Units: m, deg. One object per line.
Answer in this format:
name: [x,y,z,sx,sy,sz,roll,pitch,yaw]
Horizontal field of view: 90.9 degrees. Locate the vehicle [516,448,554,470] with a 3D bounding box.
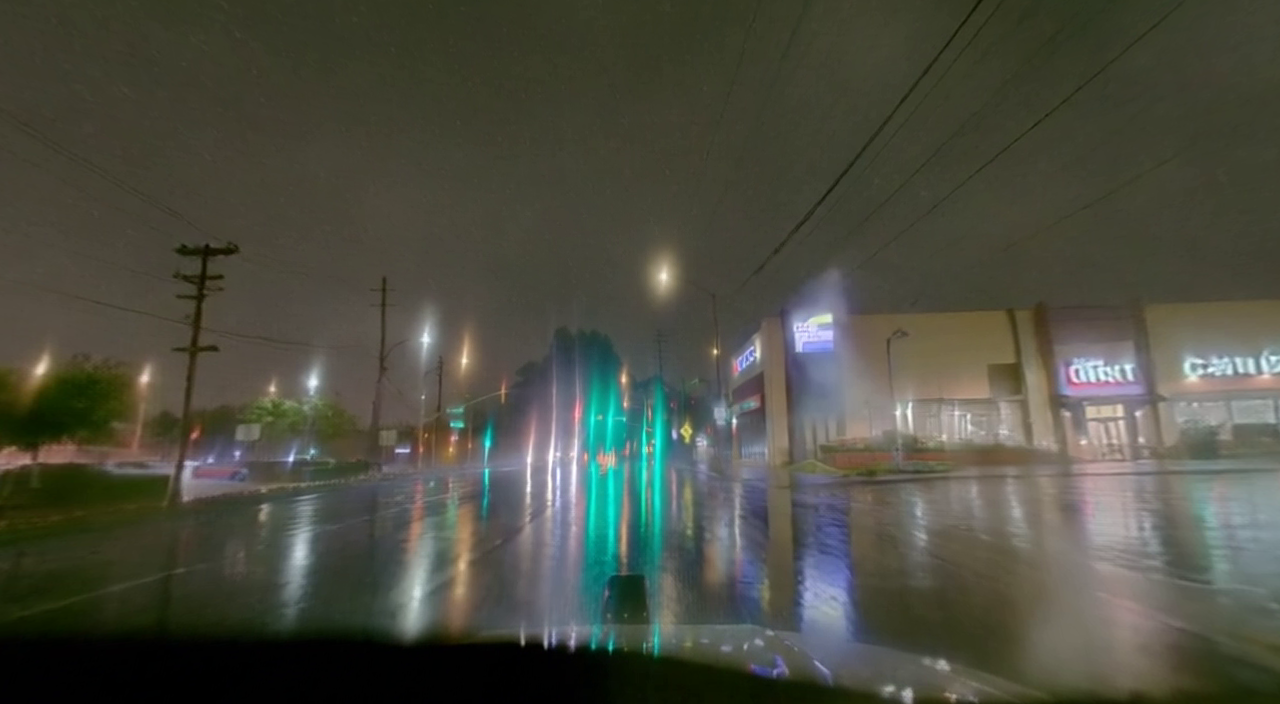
vehicle: [-7.430,7.629,45.068,2.010,1.455,4.271,0,-9,-1]
